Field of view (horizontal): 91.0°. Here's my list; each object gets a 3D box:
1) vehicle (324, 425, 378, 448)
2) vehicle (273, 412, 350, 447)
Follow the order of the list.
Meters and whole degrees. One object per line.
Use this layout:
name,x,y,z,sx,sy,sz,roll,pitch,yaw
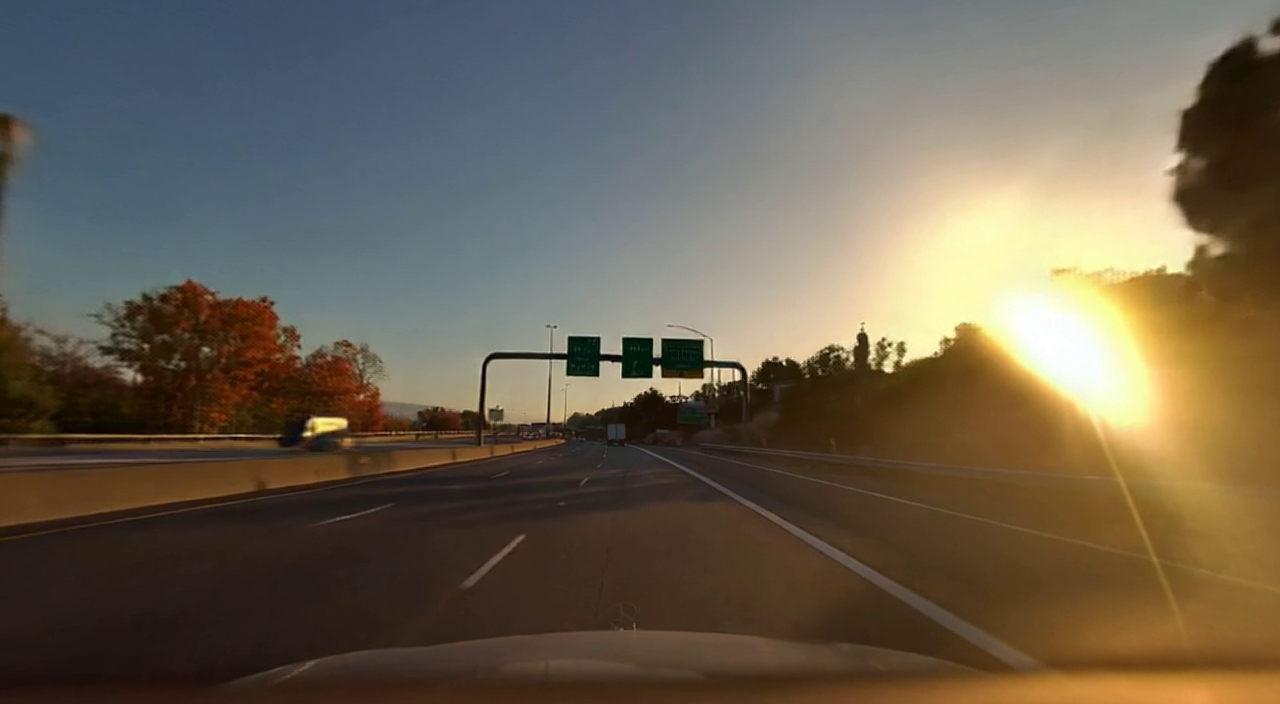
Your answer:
vehicle,-20.487,6.046,44.862,1.857,1.500,4.421,0,-8,-2
vehicle,-24.270,5.848,46.831,2.494,2.385,6.191,0,-8,-1
